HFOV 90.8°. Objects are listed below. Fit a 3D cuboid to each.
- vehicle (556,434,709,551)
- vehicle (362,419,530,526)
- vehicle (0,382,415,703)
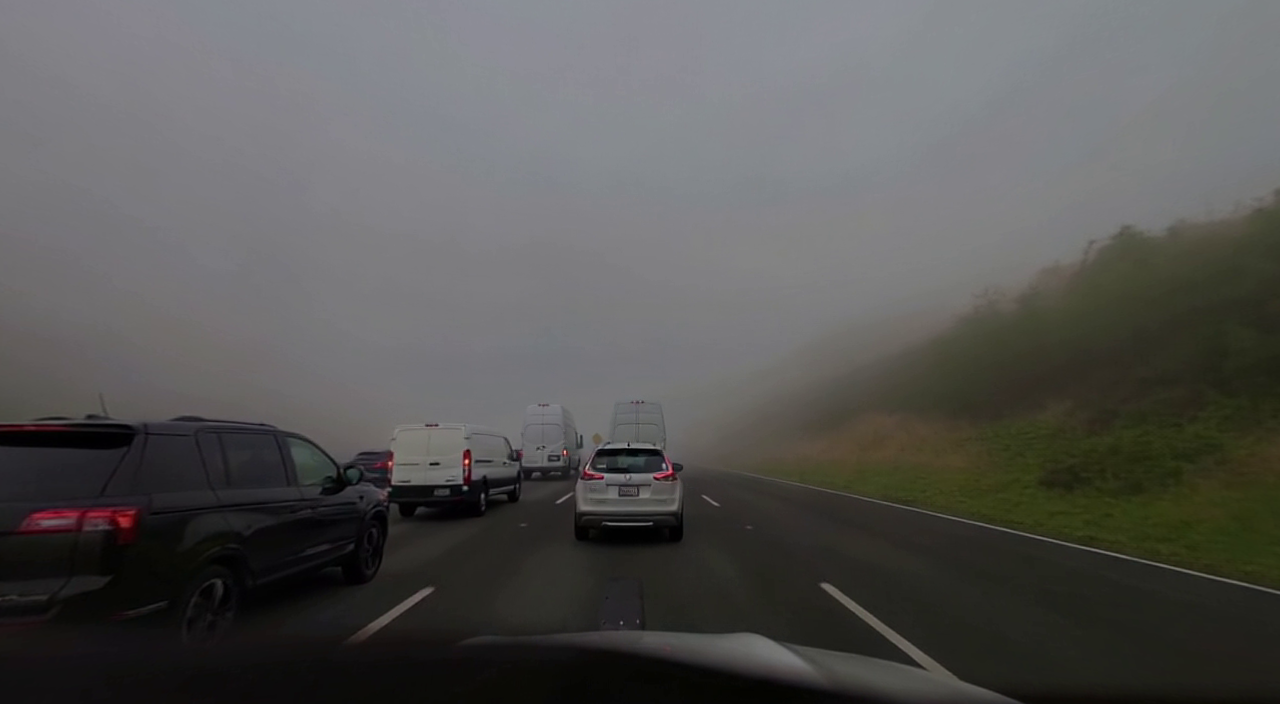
[{"bbox_3d":[-0.104,2.116,10.045,1.995,1.495,3.380,0,-9,0],"label":"vehicle"},{"bbox_3d":[-3.924,2.549,13.790,2.055,1.913,4.584,-1,-9,2],"label":"vehicle"},{"bbox_3d":[-3.670,1.311,5.131,2.029,1.656,4.437,0,-9,0],"label":"vehicle"}]
